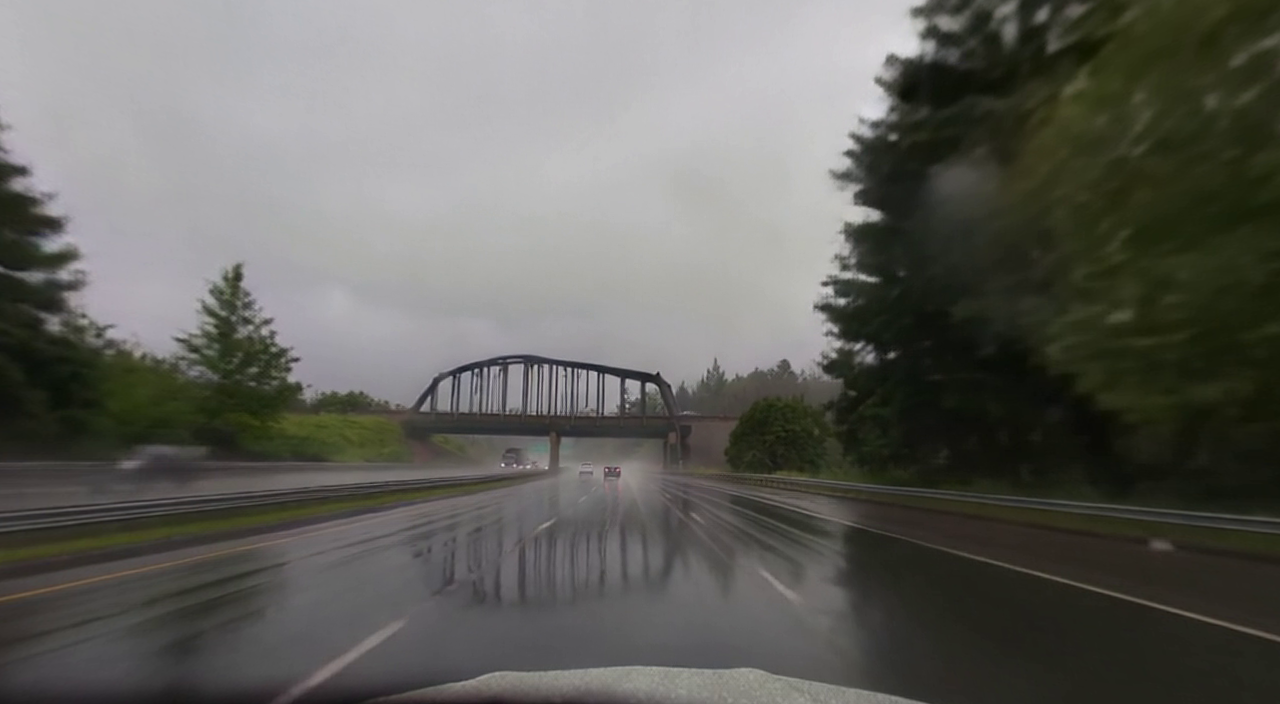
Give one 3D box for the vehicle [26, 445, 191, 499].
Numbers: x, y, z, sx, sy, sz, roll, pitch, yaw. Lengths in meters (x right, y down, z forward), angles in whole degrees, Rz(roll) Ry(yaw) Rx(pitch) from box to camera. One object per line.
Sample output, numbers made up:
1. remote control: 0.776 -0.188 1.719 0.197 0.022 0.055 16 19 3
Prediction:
1. vehicle: -16.160 3.682 19.456 1.868 1.456 3.665 1 -10 -1
